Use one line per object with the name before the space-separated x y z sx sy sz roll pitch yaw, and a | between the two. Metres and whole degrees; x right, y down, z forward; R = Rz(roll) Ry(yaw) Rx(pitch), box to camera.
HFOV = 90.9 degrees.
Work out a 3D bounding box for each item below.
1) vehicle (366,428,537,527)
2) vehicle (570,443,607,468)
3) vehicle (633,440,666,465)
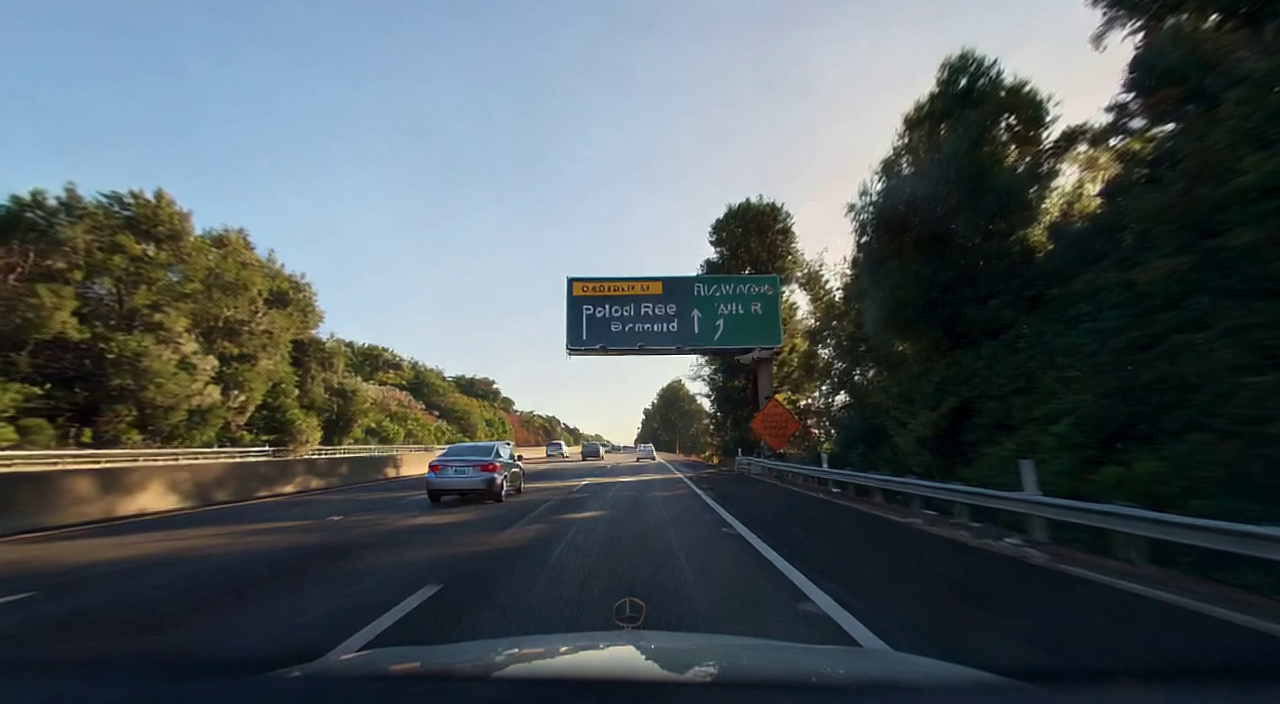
vehicle | -3.511 2.426 12.811 2.028 1.634 4.441 0 -8 1
vehicle | -3.321 6.777 41.428 2.066 1.497 4.253 0 -8 0
vehicle | 0.632 7.159 45.089 2.259 1.697 4.106 0 -8 -1
